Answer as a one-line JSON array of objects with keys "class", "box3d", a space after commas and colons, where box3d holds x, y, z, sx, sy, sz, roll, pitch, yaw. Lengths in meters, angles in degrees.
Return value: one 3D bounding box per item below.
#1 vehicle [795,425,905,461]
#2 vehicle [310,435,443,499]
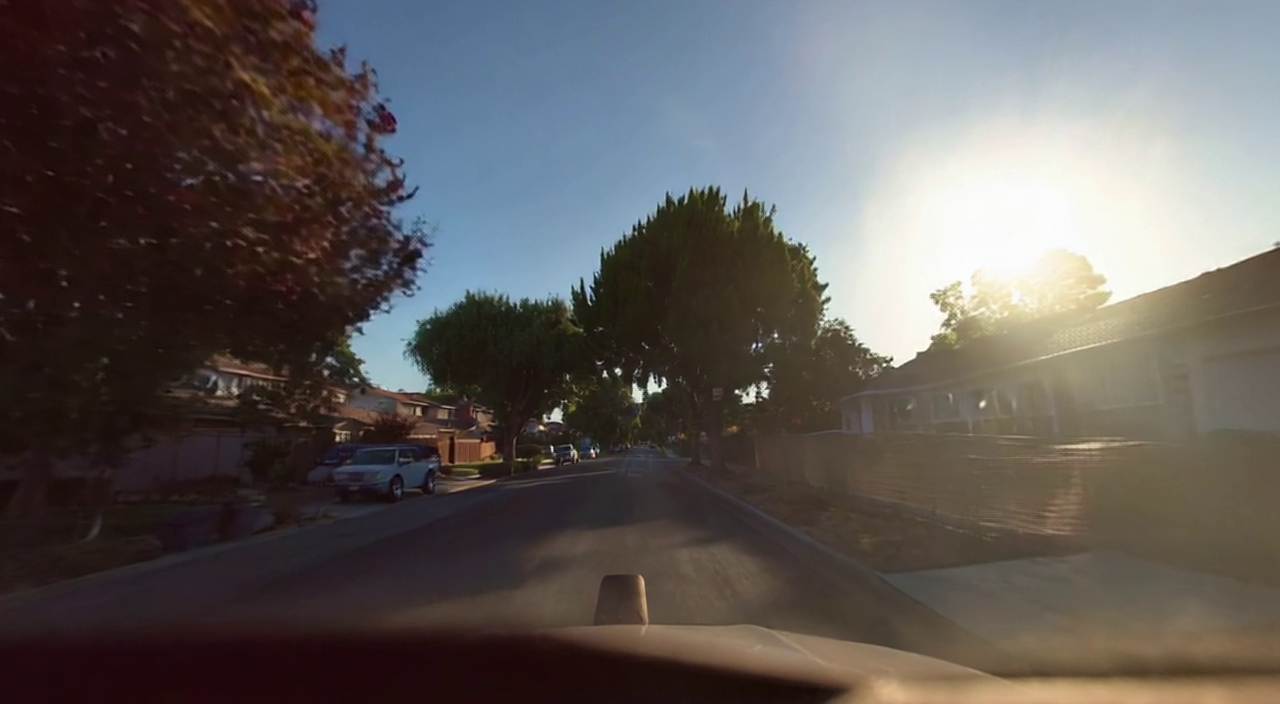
[{"class": "vehicle", "box3d": [11.853, 5.158, 35.894, 5.367, 1.953, 2.257, 1, -9, -8]}, {"class": "vehicle", "box3d": [-8.567, 3.820, 21.188, 2.352, 1.843, 4.979, -1, -10, 0]}]
